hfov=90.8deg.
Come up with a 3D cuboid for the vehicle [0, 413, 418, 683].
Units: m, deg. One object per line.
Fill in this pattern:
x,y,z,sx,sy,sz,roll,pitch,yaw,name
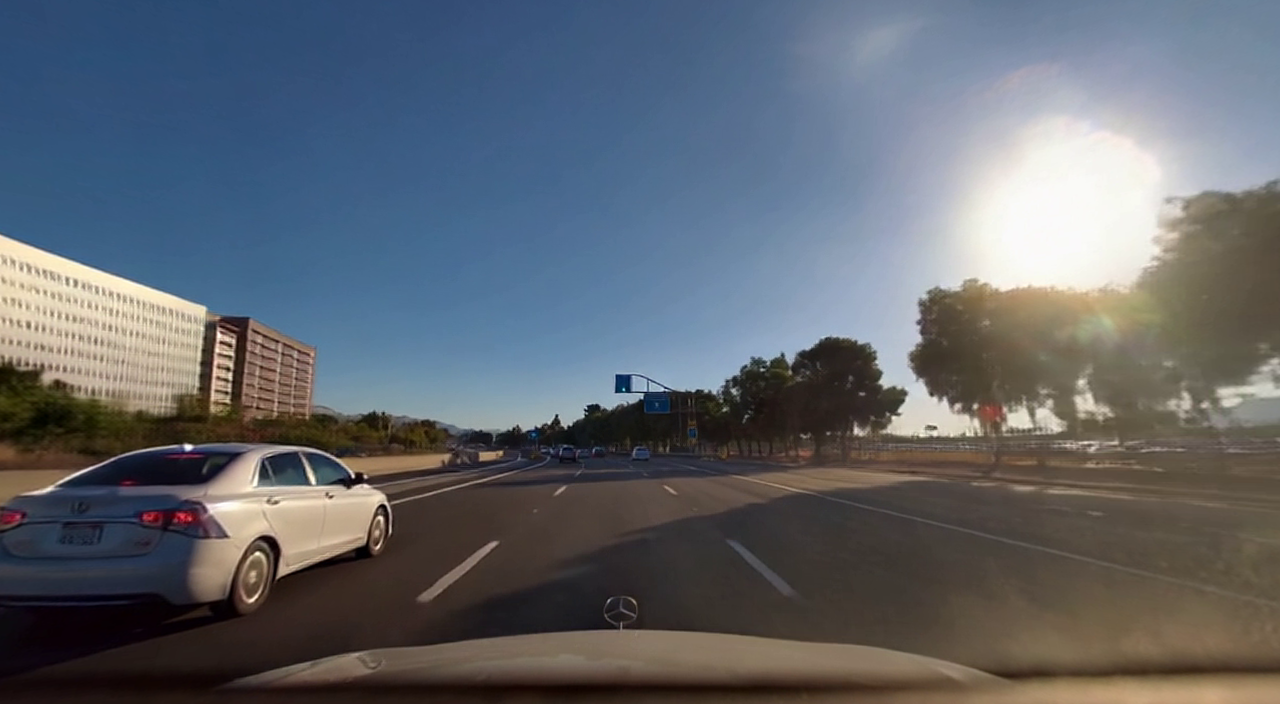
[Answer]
-3.802,1.400,5.732,2.018,1.476,4.364,0,-8,-1,vehicle
